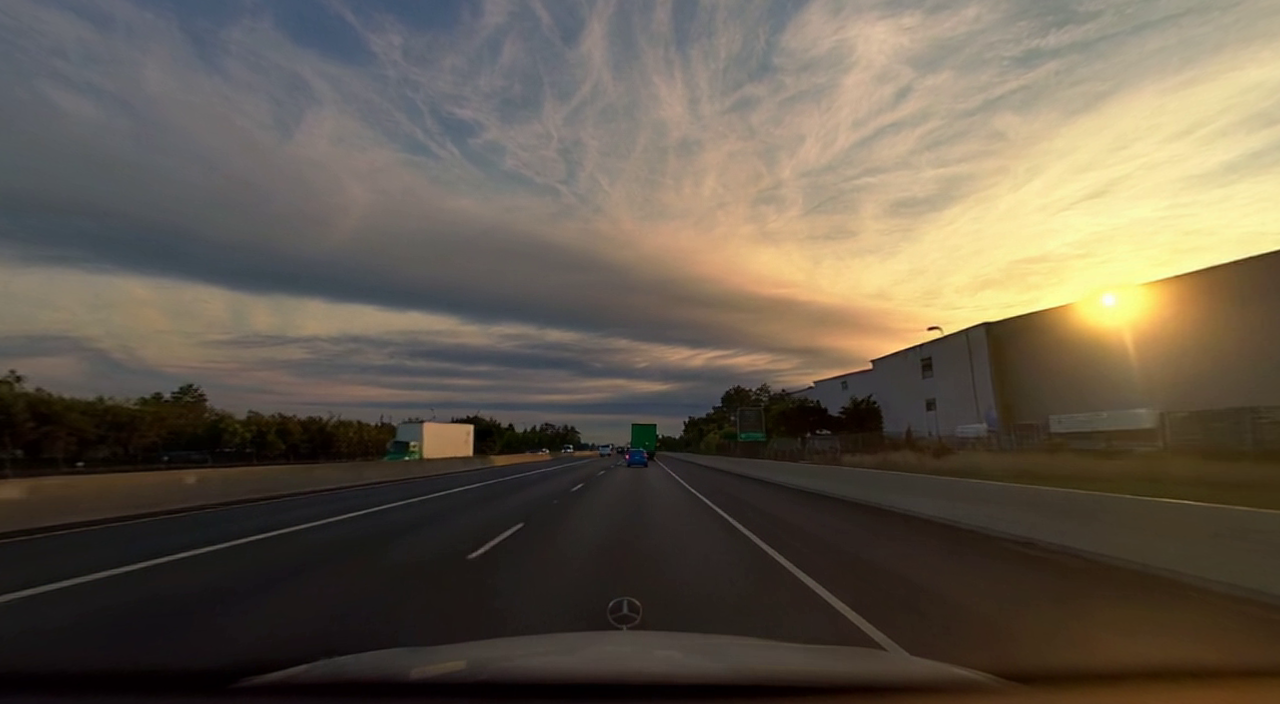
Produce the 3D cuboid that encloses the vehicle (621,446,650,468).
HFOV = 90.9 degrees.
[{"bbox_3d":[-0.330,7.915,47.670,2.094,1.559,3.945,0,-9,0],"label":"vehicle"}]
